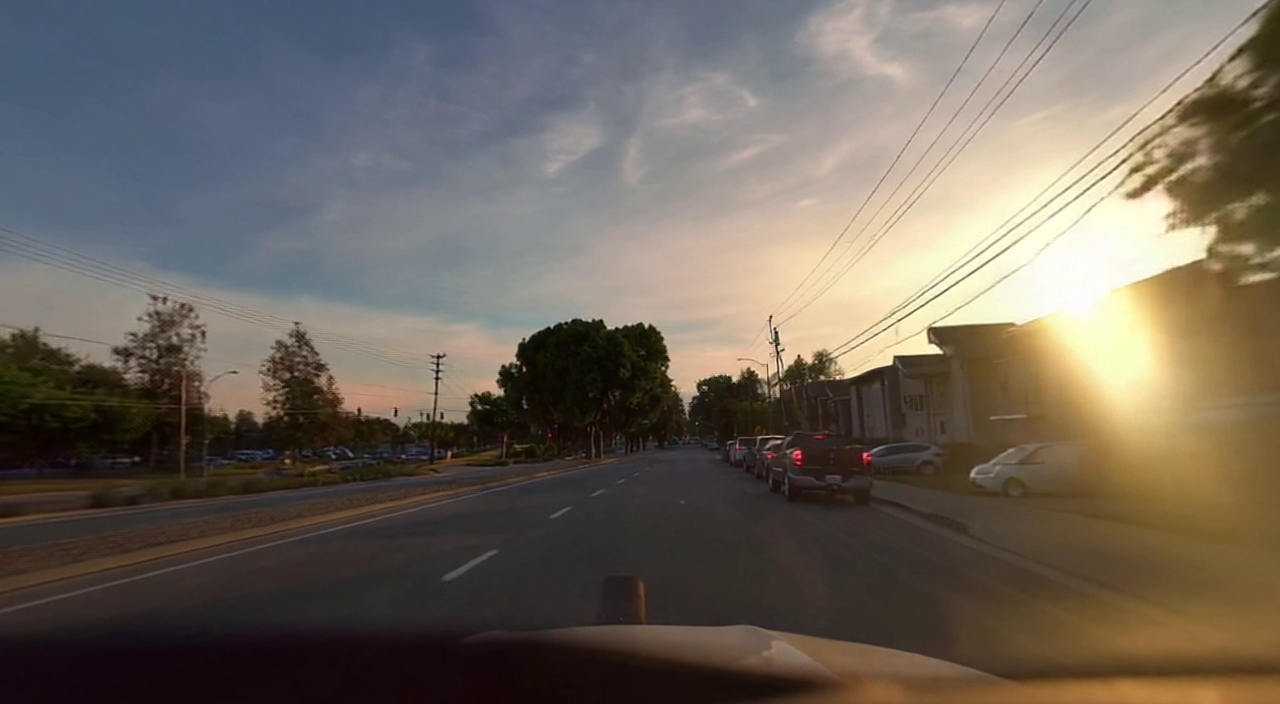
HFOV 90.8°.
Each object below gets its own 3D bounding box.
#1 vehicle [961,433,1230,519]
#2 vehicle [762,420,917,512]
[{"bbox_3d":[10.517,2.816,14.976,2.038,1.680,4.660,7,-10,-37],"label":"vehicle"},{"bbox_3d":[4.477,2.653,15.225,2.359,1.817,4.985,0,-8,3],"label":"vehicle"}]
